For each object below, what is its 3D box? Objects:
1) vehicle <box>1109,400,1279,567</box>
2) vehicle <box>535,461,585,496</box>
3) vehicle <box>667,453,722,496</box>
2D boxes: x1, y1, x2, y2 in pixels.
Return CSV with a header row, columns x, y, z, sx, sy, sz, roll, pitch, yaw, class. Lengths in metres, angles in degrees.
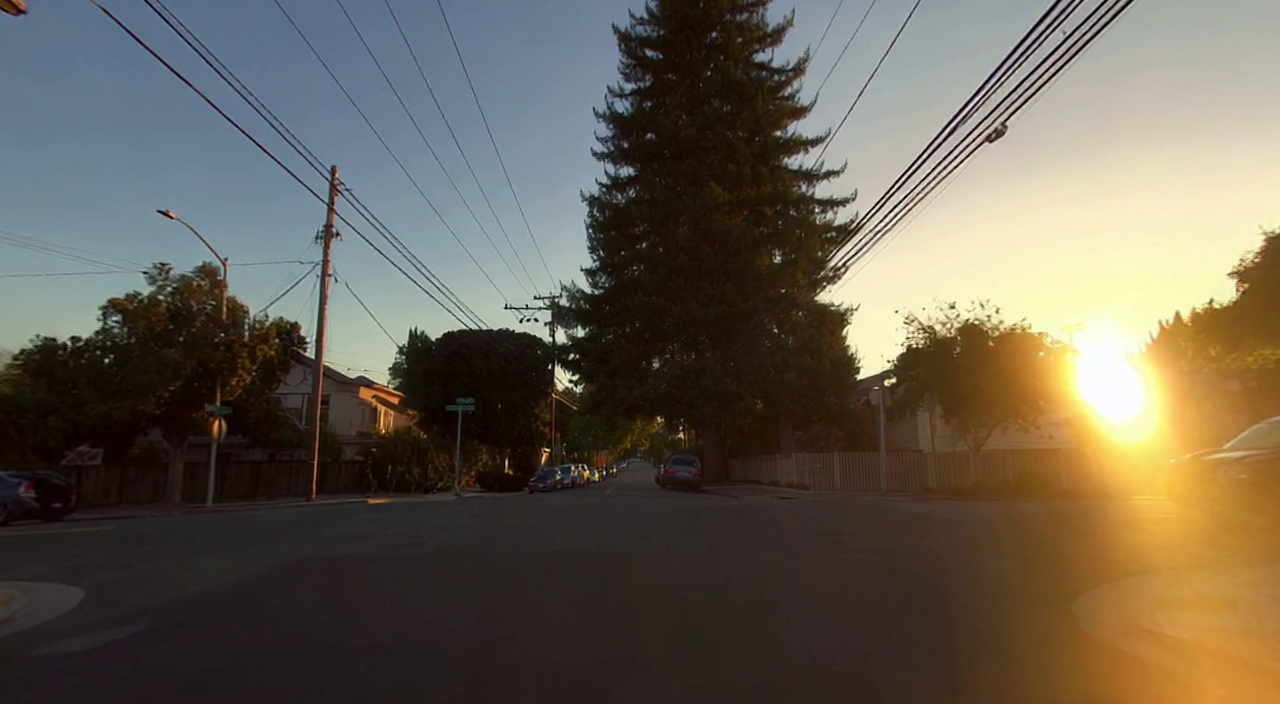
x,y,z,sx,sy,sz,roll,pitch,yaw,class
9.694,1.689,8.565,4.677,1.949,2.334,-1,-8,3,vehicle
-4.295,6.933,34.647,2.189,1.771,4.571,0,-11,-1,vehicle
2.586,5.957,31.075,2.051,1.874,4.459,0,-8,-3,vehicle
